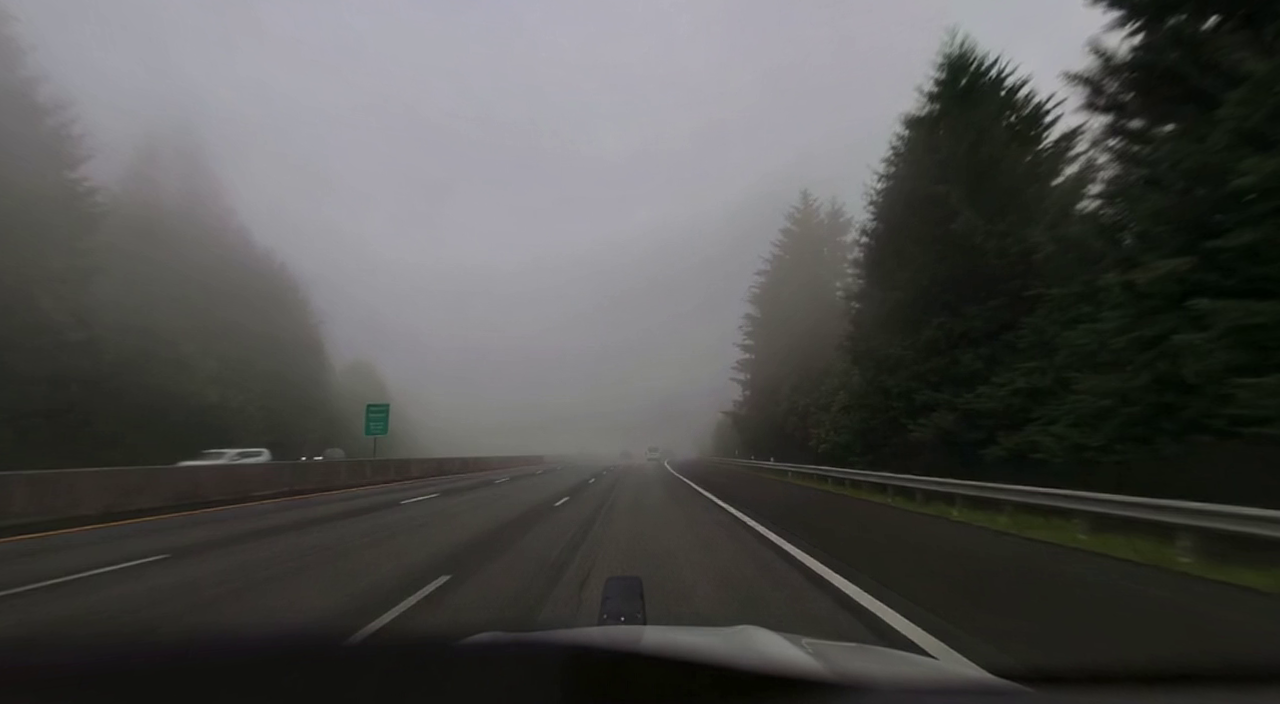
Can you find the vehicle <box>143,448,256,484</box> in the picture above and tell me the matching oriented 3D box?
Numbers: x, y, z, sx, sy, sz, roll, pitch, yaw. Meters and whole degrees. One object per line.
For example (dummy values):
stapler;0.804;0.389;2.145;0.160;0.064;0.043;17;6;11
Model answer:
vehicle;-20.201;5.227;29.207;1.902;1.505;4.575;0;-9;0
